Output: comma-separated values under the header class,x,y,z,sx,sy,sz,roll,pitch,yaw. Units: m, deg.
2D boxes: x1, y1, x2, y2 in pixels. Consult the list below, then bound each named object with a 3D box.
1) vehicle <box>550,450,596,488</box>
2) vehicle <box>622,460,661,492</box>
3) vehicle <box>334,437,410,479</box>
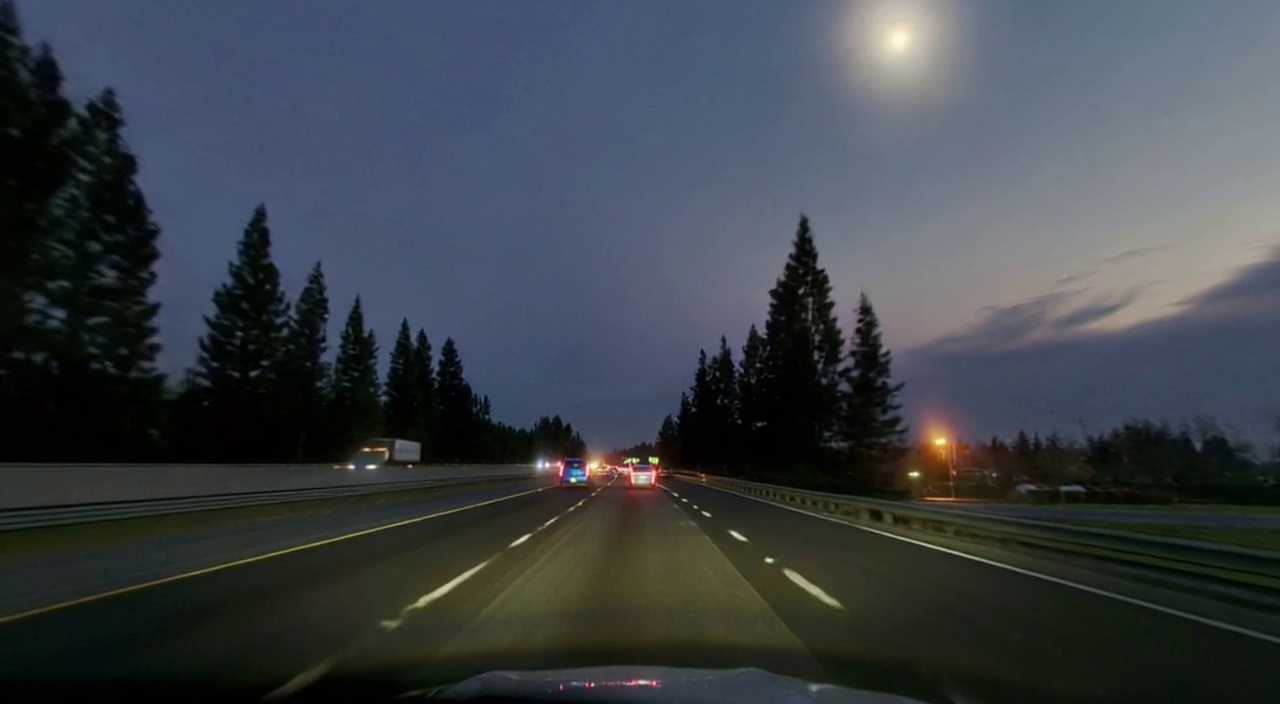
class,x,y,z,sx,sy,sz,roll,pitch,yaw
vehicle,-3.989,7.095,38.262,2.237,2.113,4.815,1,-10,0
vehicle,0.052,6.460,32.897,1.905,1.559,3.491,1,-10,-1
vehicle,-17.865,7.198,42.477,2.332,2.573,6.387,1,-10,-1
